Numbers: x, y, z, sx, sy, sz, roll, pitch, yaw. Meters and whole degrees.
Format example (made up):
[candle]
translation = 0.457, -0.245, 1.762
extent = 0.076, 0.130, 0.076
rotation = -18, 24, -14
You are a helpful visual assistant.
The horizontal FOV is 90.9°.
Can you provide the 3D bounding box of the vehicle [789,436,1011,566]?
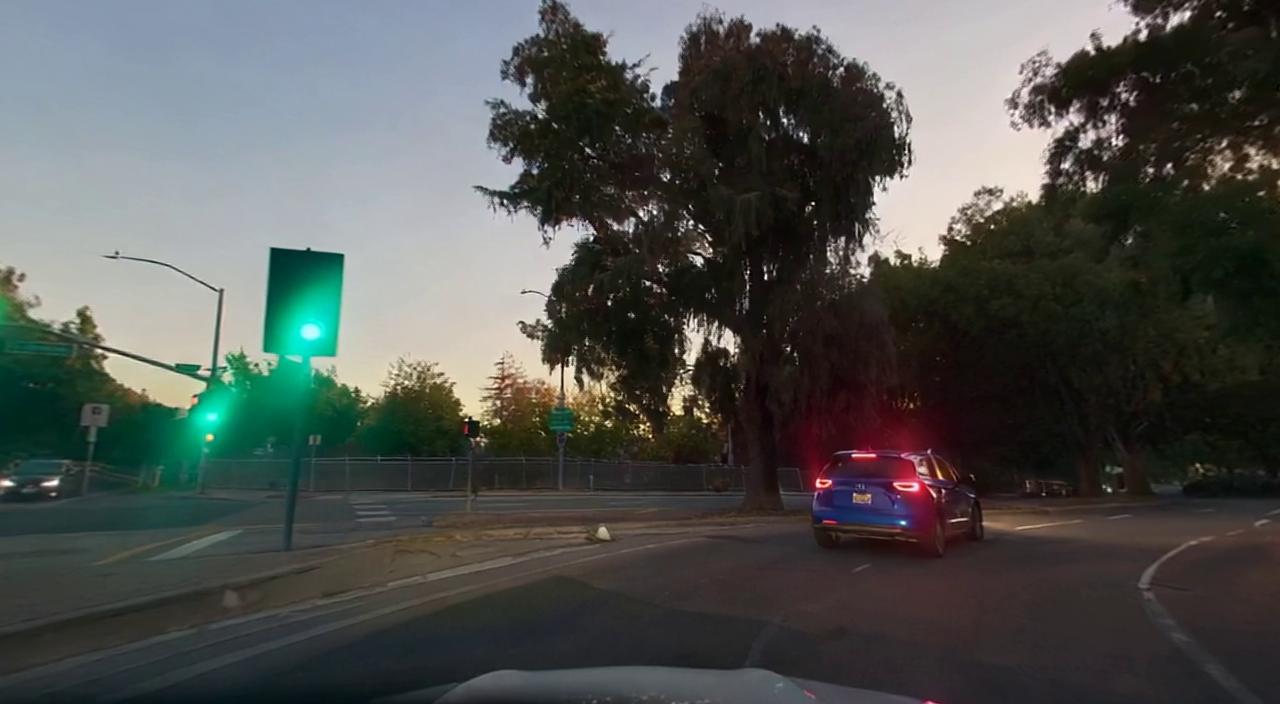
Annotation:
[vehicle]
translation = 4.200, 2.104, 9.809
extent = 2.148, 1.521, 4.089
rotation = -7, -11, 36
